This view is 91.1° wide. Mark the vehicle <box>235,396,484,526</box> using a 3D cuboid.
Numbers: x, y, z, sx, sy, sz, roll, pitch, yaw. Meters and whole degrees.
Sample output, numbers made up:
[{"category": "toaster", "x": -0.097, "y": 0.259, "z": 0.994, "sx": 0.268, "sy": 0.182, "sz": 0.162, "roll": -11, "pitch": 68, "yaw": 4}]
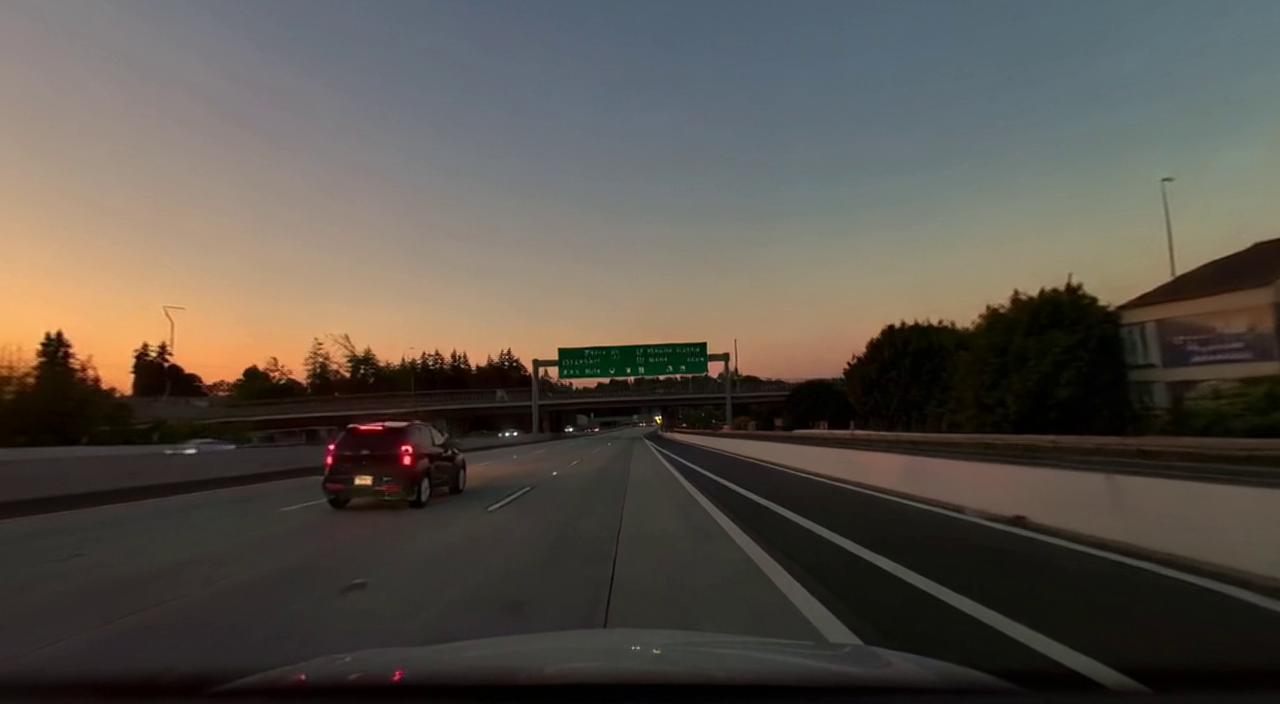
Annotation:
[{"category": "vehicle", "x": -4.347, "y": 1.781, "z": 10.854, "sx": 2.153, "sy": 1.730, "sz": 4.772, "roll": 0, "pitch": -8, "yaw": -1}]
